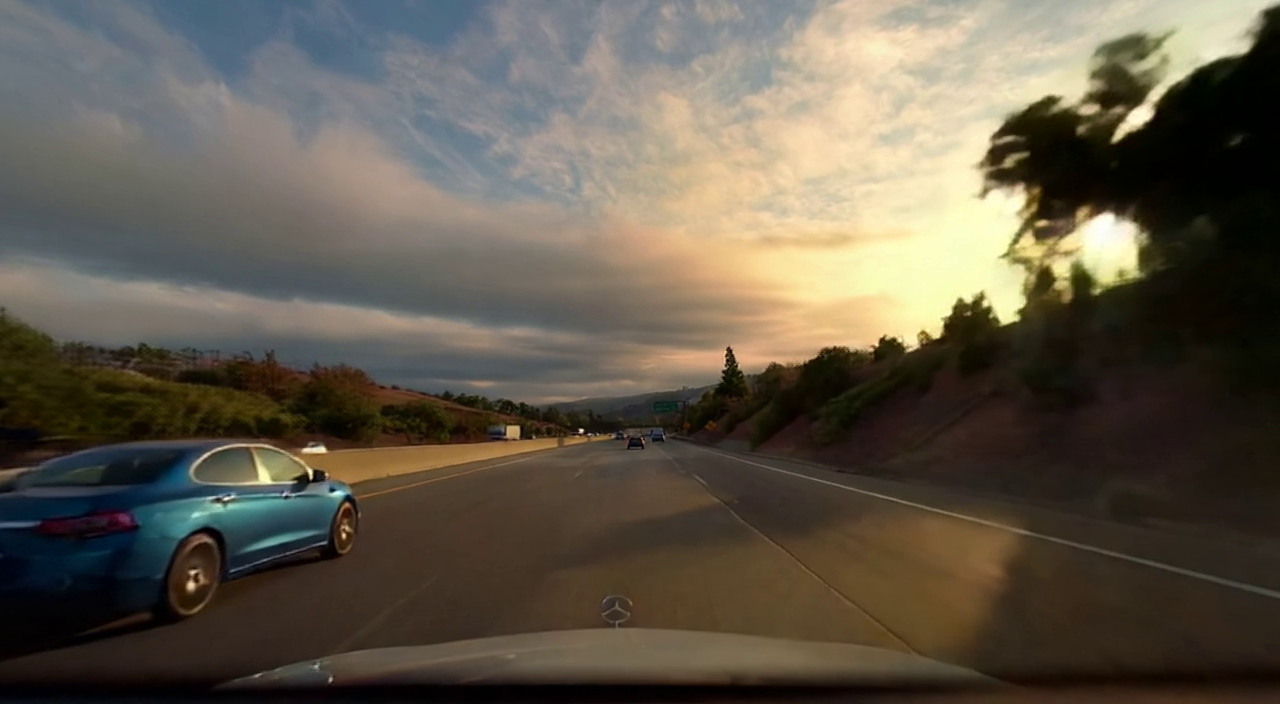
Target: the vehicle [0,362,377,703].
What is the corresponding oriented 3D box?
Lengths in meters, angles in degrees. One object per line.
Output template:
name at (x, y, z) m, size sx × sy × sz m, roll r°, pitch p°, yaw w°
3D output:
vehicle at (-4.028, 1.151, 4.945) m, size 2.064 × 1.647 × 4.381 m, roll 0°, pitch -8°, yaw -1°
